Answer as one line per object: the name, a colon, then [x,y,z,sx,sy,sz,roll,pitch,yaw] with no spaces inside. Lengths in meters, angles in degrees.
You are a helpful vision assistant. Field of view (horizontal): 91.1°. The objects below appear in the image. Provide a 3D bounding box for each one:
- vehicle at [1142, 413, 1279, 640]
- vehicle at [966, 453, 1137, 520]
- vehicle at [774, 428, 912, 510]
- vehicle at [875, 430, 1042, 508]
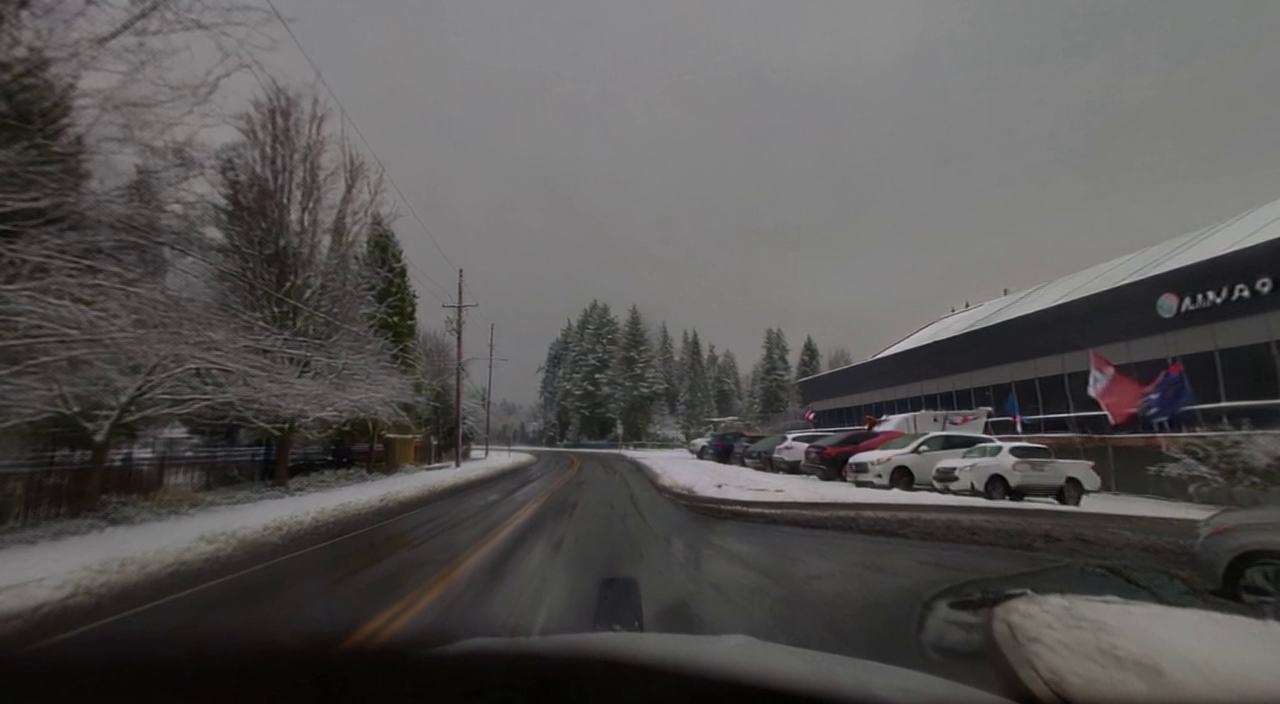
vehicle: [7.064,1.385,4.697,2.113,1.945,4.546,3,-10,-23]
vehicle: [10.480,3.402,16.432,1.819,1.494,3.834,0,-9,0]
vehicle: [5.161,3.019,16.696,1.977,1.860,4.237,0,-9,-4]
vehicle: [7.961,2.969,16.366,1.924,1.713,4.627,0,-9,0]
